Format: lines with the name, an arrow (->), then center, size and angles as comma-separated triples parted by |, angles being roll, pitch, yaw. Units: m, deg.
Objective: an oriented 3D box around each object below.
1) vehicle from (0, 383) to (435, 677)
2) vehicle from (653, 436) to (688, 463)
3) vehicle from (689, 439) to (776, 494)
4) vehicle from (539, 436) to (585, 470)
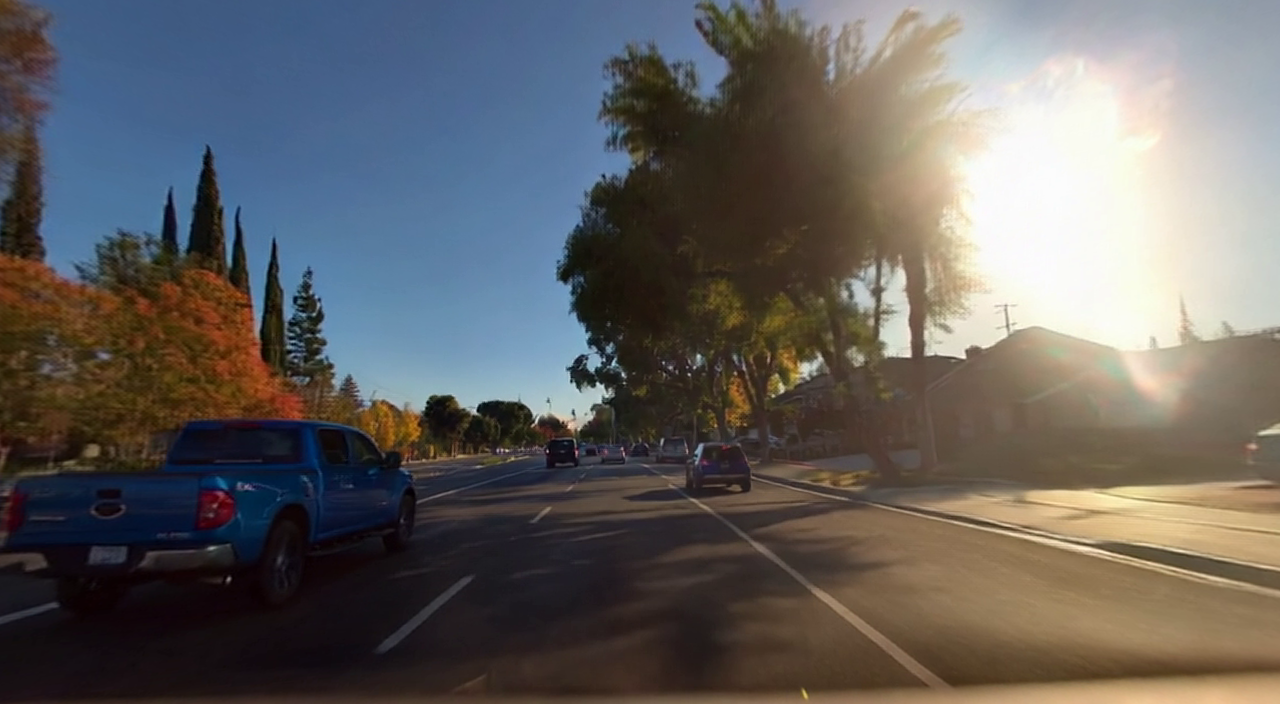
vehicle -> -4.029, 1.425, 6.471 | 2.111, 1.745, 5.274 | 0, -8, -1
vehicle -> 2.158, 7.130, 46.223 | 2.099, 1.845, 4.363 | 0, -8, -3
vehicle -> 2.672, 3.394, 19.208 | 1.884, 1.463, 4.195 | 0, -8, -2
vehicle -> -4.500, 5.877, 37.053 | 2.218, 1.829, 4.492 | 0, -8, -1
